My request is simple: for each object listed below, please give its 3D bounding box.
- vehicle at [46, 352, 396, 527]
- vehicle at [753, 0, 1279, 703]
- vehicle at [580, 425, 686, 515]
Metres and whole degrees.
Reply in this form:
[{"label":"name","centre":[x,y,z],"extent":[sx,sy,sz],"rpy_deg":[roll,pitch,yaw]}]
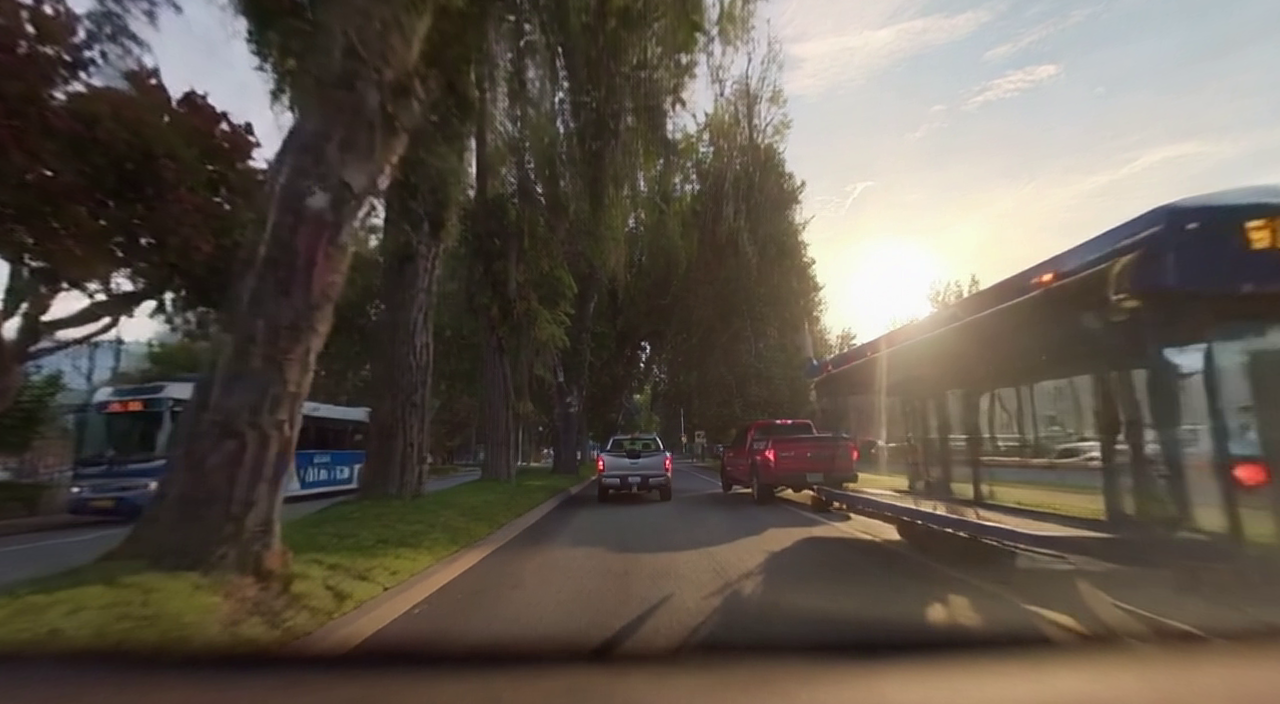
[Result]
[{"label":"vehicle","centre":[-12.111,2.947,20.989],"extent":[2.996,4.022,12.692],"rpy_deg":[0,-9,-1]},{"label":"vehicle","centre":[3.840,0.729,6.471],"extent":[3.088,3.057,10.503],"rpy_deg":[0,-9,-2]},{"label":"vehicle","centre":[-0.135,2.867,15.922],"extent":[2.157,1.816,5.804],"rpy_deg":[0,-9,0]}]
